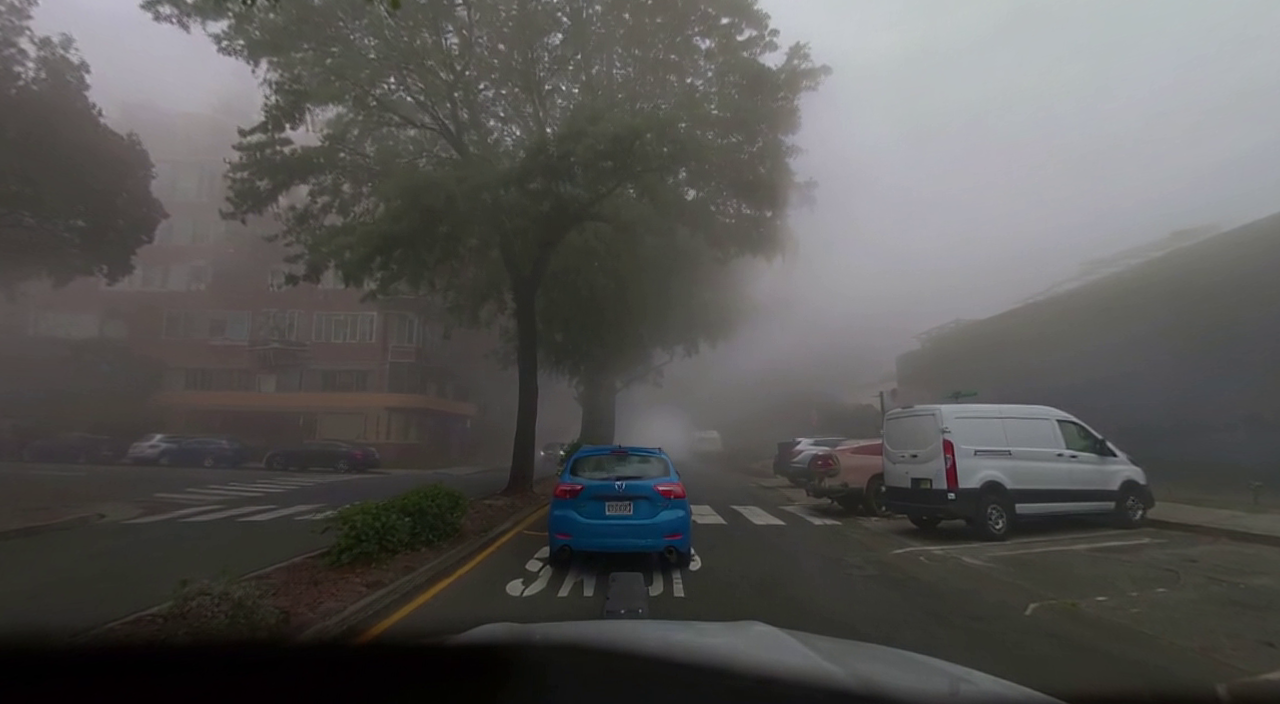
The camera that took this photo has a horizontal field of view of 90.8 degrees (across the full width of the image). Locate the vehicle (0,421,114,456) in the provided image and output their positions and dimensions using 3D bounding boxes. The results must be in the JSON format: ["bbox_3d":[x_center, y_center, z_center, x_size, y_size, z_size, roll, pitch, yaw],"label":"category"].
[{"bbox_3d":[-31.827,4.736,34.371,4.438,1.814,2.044,0,-8,-2],"label":"vehicle"}]

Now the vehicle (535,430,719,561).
[{"bbox_3d":[-0.226,1.961,9.446,2.065,1.450,4.522,0,-8,-2],"label":"vehicle"}]

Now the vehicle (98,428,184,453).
[{"bbox_3d":[-31.790,5.643,40.301,3.915,1.574,1.850,0,-8,3],"label":"vehicle"}]

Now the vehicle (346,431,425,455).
[{"bbox_3d":[-18.450,6.621,45.950,4.892,1.679,1.927,1,-9,-6],"label":"vehicle"}]

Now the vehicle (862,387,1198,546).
[{"bbox_3d":[6.656,1.868,10.759,5.385,2.146,2.143,4,-9,-25],"label":"vehicle"}]

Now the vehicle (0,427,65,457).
[{"bbox_3d":[-31.793,4.508,31.560,4.168,1.458,1.904,0,-8,-2],"label":"vehicle"}]
